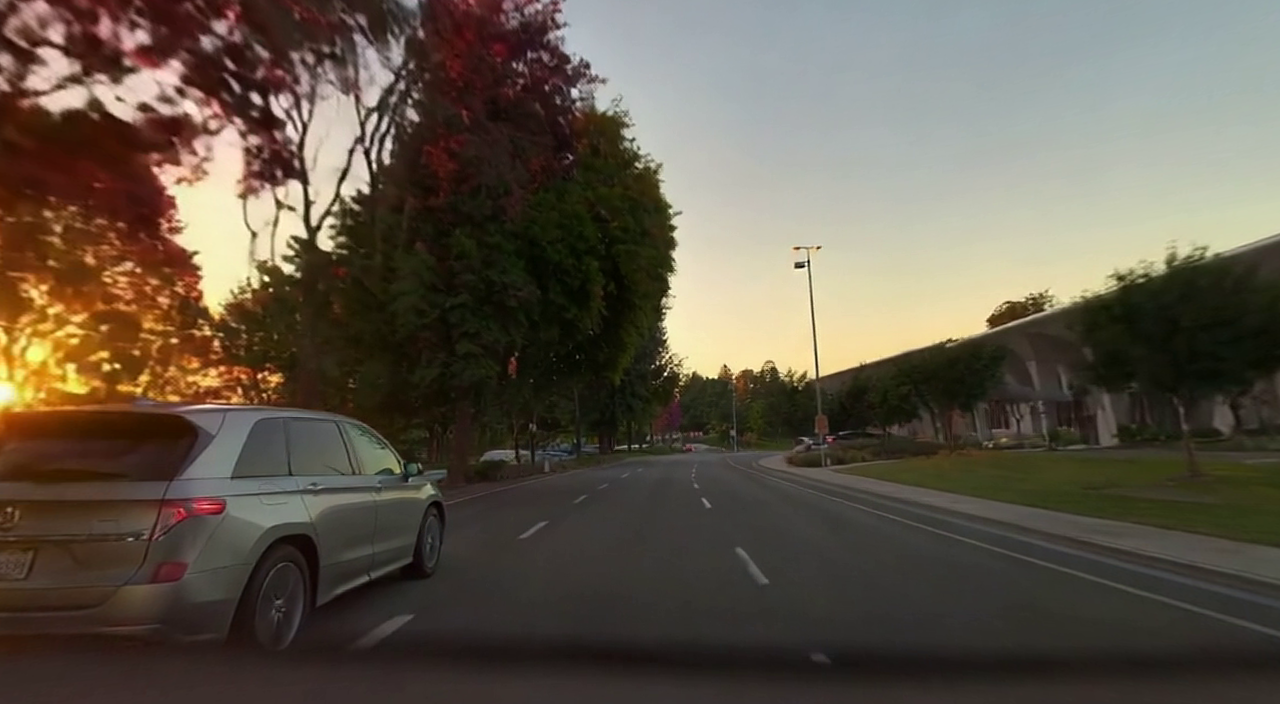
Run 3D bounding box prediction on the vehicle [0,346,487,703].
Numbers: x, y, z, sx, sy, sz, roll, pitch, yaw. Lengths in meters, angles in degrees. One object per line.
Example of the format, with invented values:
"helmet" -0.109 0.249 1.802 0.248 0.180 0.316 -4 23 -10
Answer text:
"vehicle" -2.770 1.158 4.596 2.067 1.700 4.561 0 -8 1
